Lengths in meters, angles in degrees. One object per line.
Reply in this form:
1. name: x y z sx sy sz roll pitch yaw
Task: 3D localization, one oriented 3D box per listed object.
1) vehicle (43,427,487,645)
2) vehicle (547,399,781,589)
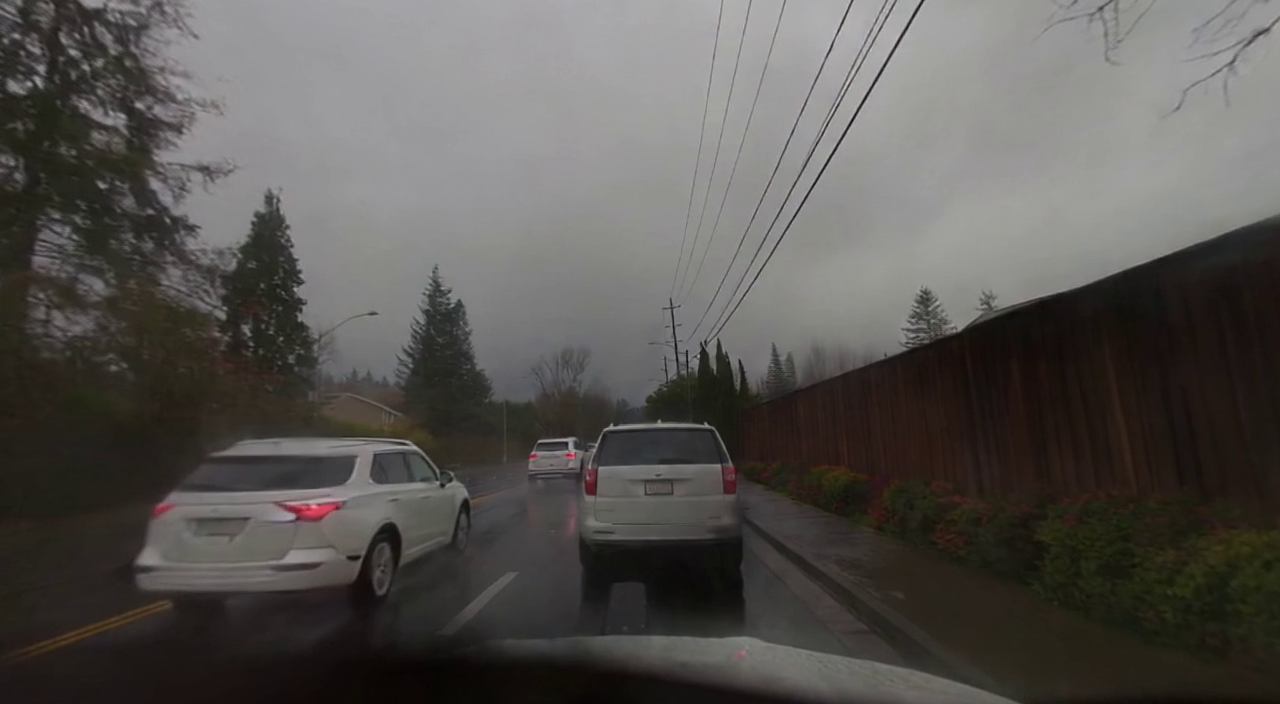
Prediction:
1. vehicle: -3.100 1.577 6.433 1.979 1.489 4.006 0 -9 1
2. vehicle: 0.214 1.634 8.001 2.174 1.749 4.113 0 -9 0
